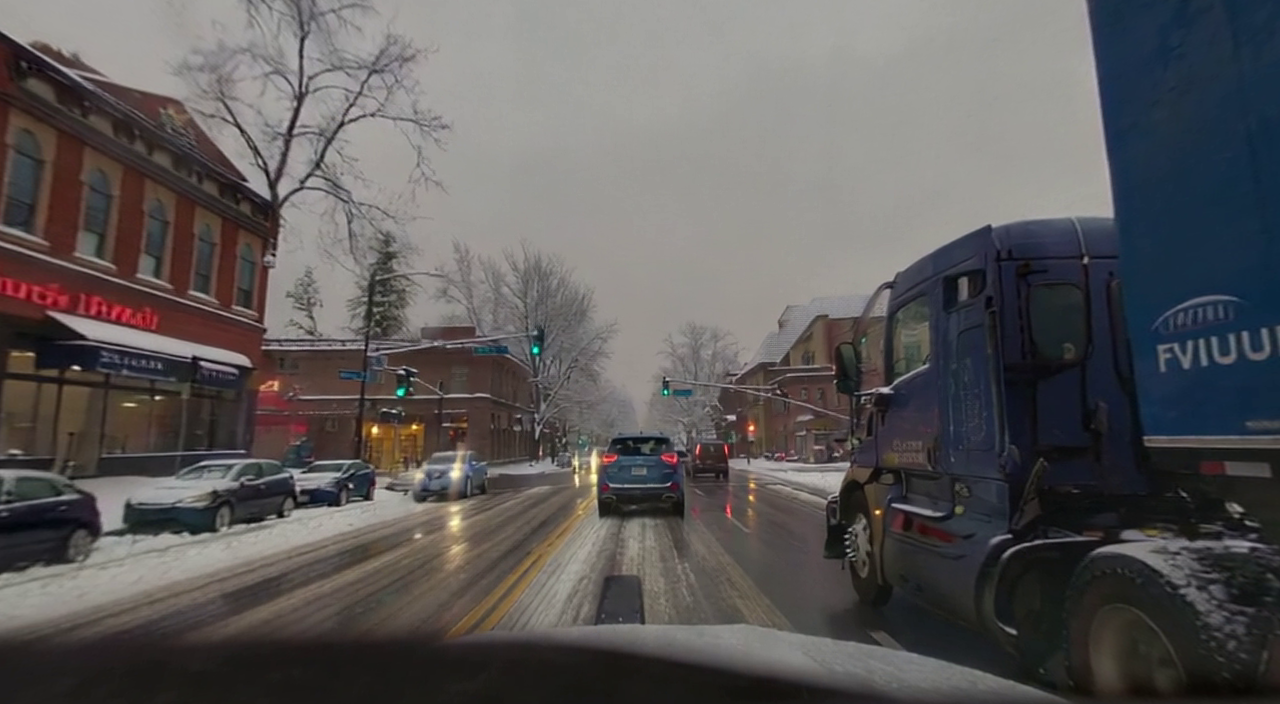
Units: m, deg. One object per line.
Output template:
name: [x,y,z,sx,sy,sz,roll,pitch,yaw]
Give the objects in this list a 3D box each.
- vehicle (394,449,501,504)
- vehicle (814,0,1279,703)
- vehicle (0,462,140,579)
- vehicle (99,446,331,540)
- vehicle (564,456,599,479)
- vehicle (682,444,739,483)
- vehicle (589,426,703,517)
vehicle: [-5.912,3.853,20.051,1.947,1.462,4.640,0,-8,0]
vehicle: [3.298,-0.217,1.410,2.913,3.771,9.716,0,-8,-1]
vehicle: [-8.817,2.122,7.841,1.805,1.379,4.359,0,-8,-3]
vehicle: [-8.965,2.943,13.954,2.084,1.686,4.422,0,-8,-1]
vehicle: [-4.115,8.213,45.180,2.152,1.459,4.484,0,-8,0]
vehicle: [3.251,5.248,30.138,2.159,1.696,4.316,0,-8,-1]
vehicle: [0.178,2.735,14.994,2.283,1.783,4.548,0,-8,1]
